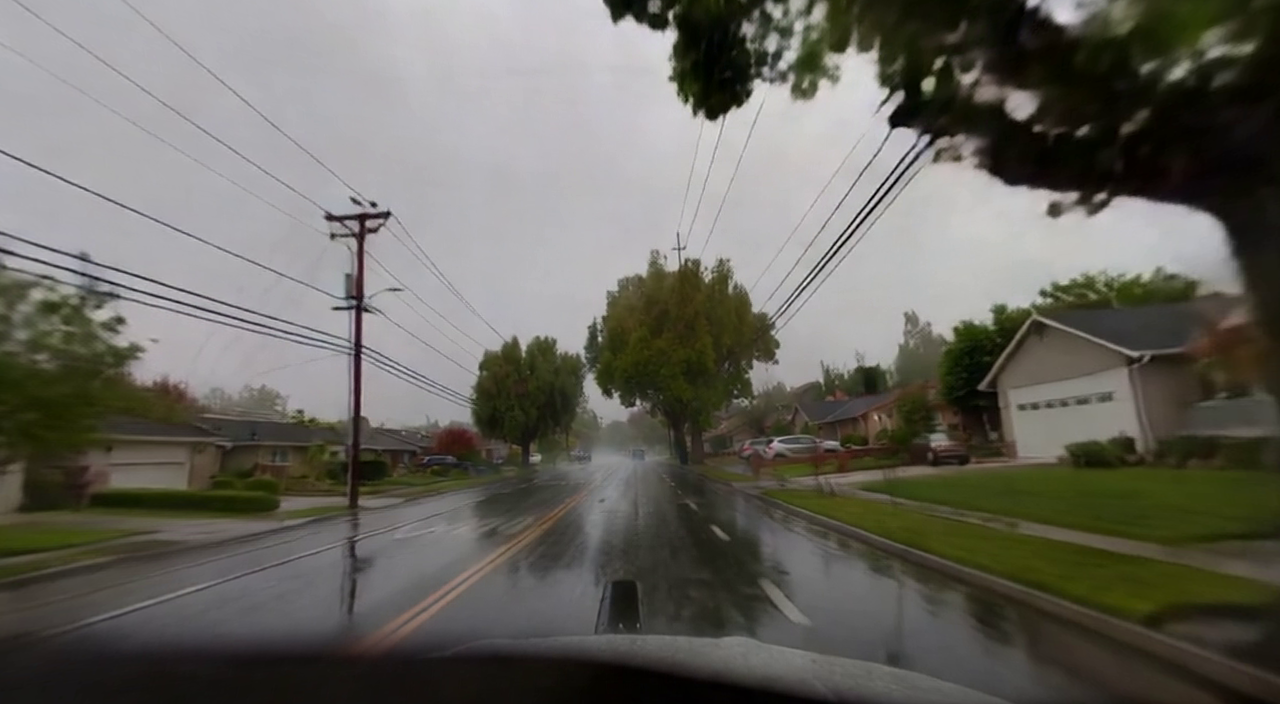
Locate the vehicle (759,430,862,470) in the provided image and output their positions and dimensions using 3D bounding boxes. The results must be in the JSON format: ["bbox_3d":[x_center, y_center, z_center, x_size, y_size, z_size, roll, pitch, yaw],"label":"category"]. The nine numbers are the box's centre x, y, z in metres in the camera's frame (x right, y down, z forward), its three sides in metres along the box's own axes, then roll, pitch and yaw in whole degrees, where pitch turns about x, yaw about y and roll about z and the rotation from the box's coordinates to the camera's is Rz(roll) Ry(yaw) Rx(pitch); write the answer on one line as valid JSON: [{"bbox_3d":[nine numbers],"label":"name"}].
[{"bbox_3d":[8.872,5.141,33.193,4.747,1.942,2.158,-1,-9,0],"label":"vehicle"}]

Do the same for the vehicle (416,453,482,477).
[{"bbox_3d":[-14.919,8.844,49.548,4.501,1.689,2.106,-1,-9,1],"label":"vehicle"}]
